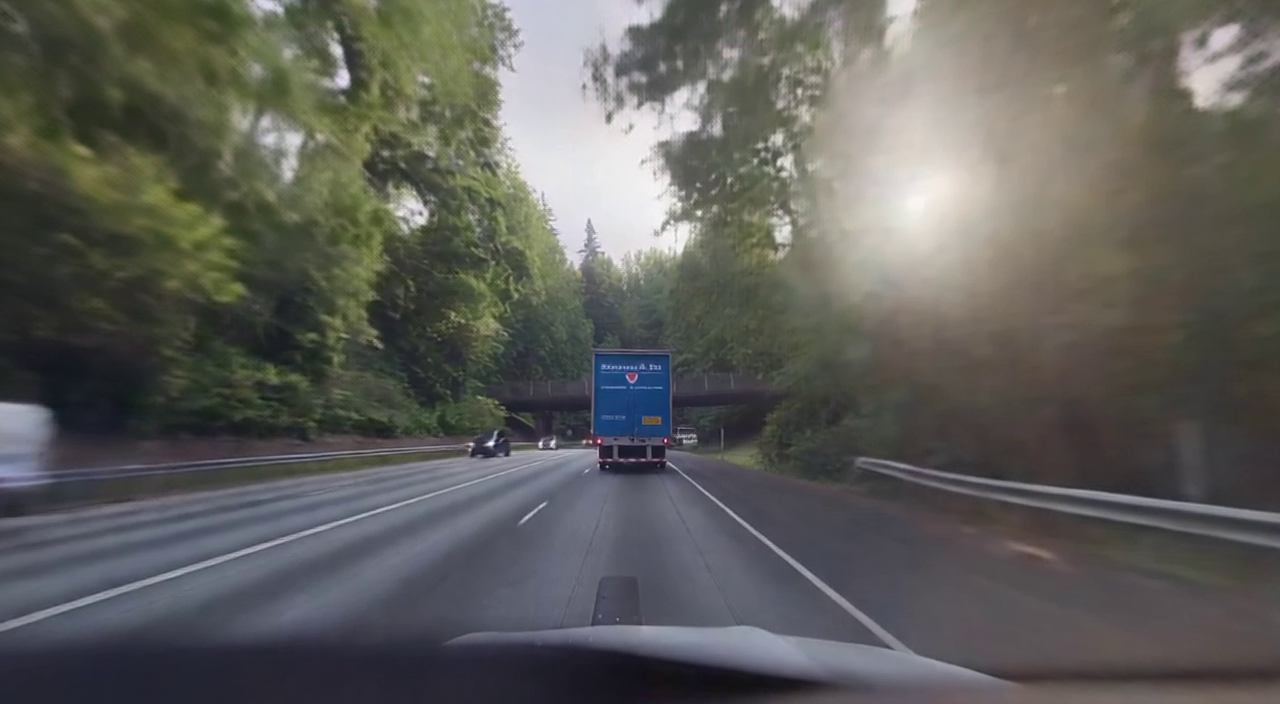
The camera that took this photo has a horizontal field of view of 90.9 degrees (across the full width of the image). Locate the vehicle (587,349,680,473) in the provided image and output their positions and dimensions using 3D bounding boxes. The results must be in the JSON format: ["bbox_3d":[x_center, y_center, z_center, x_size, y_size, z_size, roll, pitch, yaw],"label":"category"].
[{"bbox_3d":[-0.443,2.485,24.793,2.895,3.861,10.213,0,-8,-3],"label":"vehicle"}]

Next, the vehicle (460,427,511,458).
[{"bbox_3d":[-9.147,5.385,37.588,2.043,1.672,4.101,0,-8,-1],"label":"vehicle"}]
